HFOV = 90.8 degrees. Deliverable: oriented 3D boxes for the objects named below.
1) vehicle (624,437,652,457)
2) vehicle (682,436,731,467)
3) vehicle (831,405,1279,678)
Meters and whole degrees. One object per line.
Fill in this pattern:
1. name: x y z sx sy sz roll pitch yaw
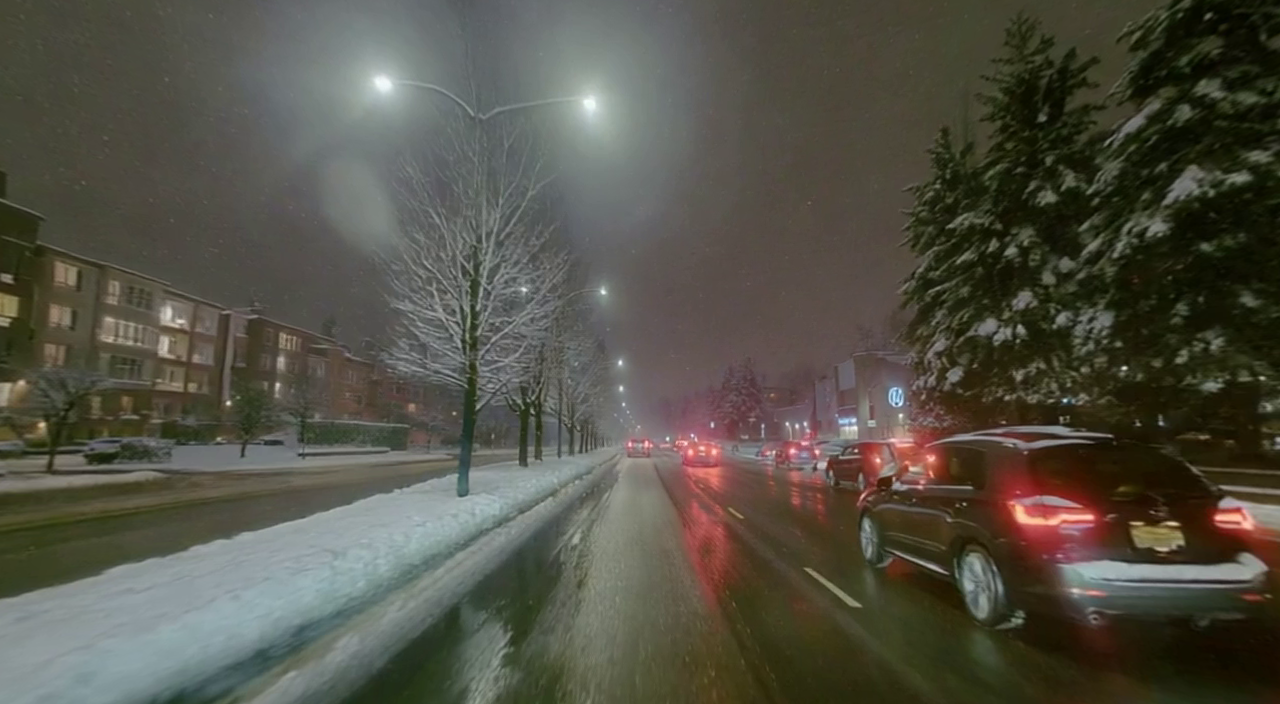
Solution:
1. vehicle: -0.195 7.478 49.796 2.095 1.456 3.873 0 -8 -1
2. vehicle: 3.442 5.230 33.521 1.953 1.514 4.672 0 -8 -2
3. vehicle: 3.371 1.344 5.597 2.034 1.496 4.040 0 -8 -1
